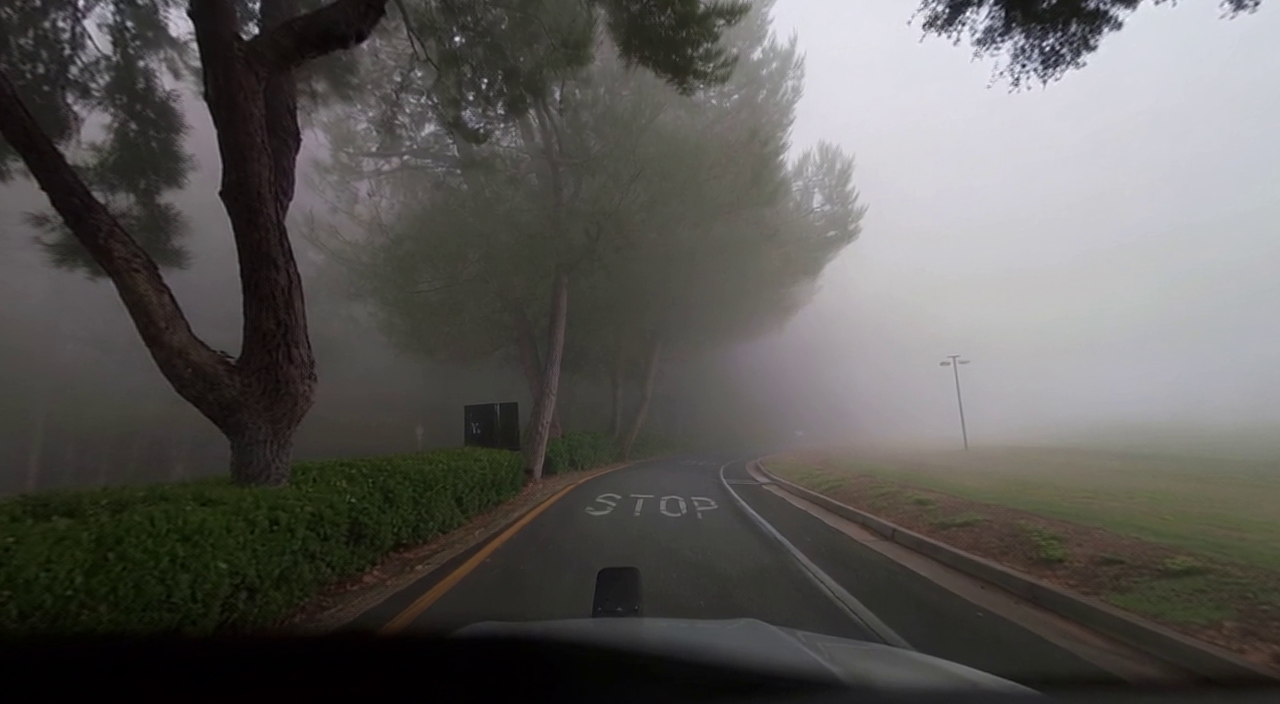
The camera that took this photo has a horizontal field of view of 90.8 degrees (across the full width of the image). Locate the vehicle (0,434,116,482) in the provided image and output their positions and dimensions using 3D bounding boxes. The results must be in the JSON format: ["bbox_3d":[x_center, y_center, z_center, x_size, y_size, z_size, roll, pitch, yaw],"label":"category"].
[{"bbox_3d":[-28.384,5.089,30.420,4.733,1.892,1.939,-4,-4,2],"label":"vehicle"}]

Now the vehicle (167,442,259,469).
[{"bbox_3d":[-25.251,6.136,37.459,4.007,1.459,1.952,-2,-9,0],"label":"vehicle"}]
